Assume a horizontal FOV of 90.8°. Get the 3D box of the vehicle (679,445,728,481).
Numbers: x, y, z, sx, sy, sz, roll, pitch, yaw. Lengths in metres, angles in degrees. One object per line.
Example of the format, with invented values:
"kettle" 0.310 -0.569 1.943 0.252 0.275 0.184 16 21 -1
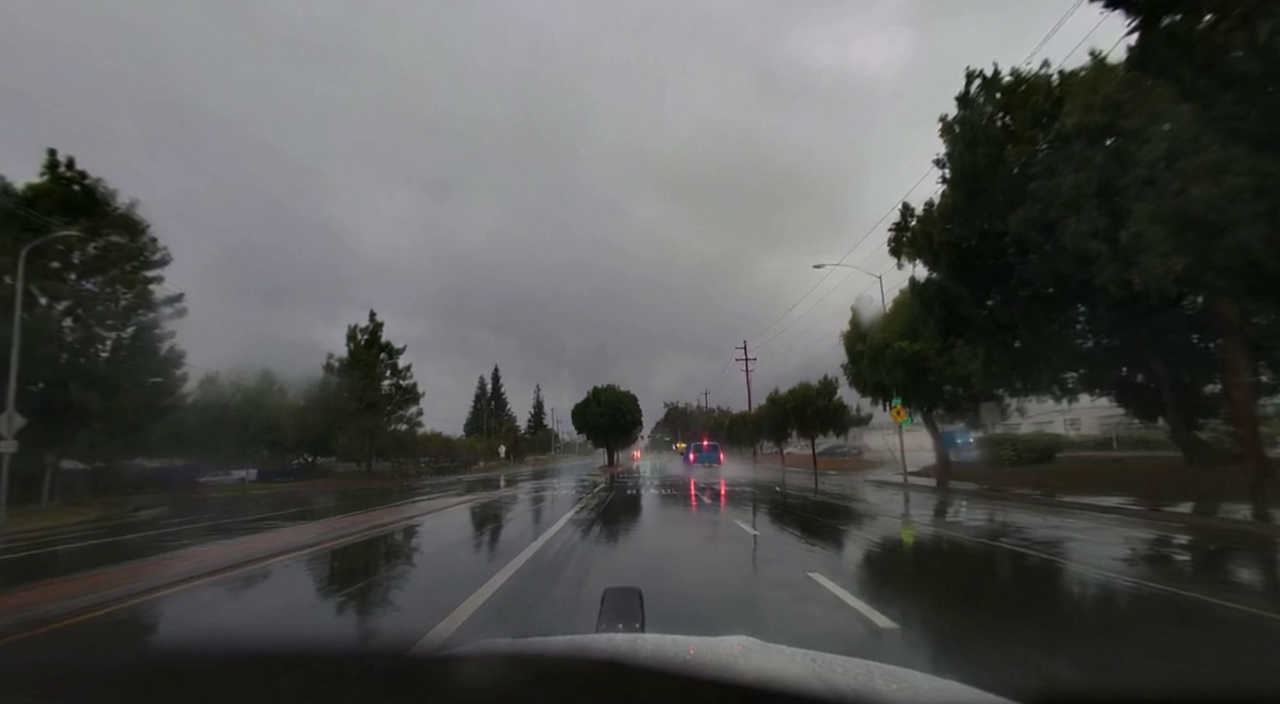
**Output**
"vehicle" 3.421 6.061 34.879 2.086 1.803 4.607 0 -9 -1
